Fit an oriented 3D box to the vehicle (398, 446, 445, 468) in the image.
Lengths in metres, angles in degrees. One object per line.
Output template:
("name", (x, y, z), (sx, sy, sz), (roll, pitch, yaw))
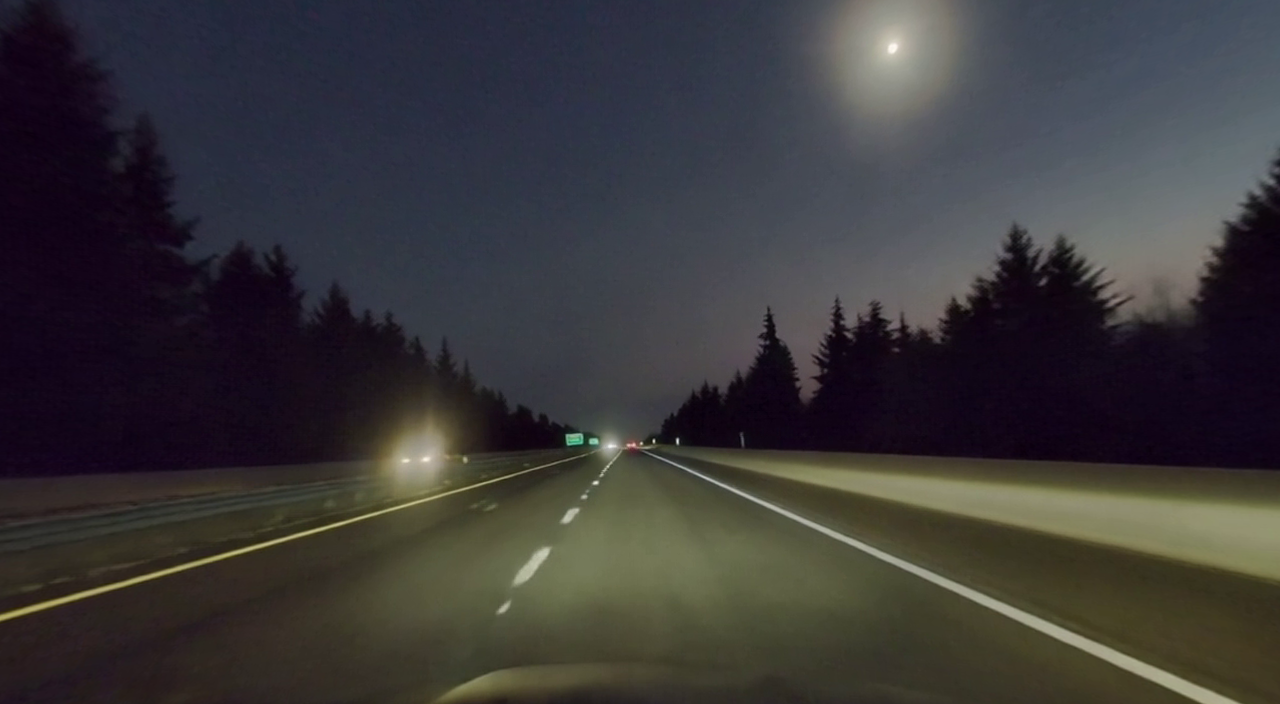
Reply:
("vehicle", (-15.797, 7.583, 45.761), (1.844, 1.509, 4.527), (0, -8, -1))
